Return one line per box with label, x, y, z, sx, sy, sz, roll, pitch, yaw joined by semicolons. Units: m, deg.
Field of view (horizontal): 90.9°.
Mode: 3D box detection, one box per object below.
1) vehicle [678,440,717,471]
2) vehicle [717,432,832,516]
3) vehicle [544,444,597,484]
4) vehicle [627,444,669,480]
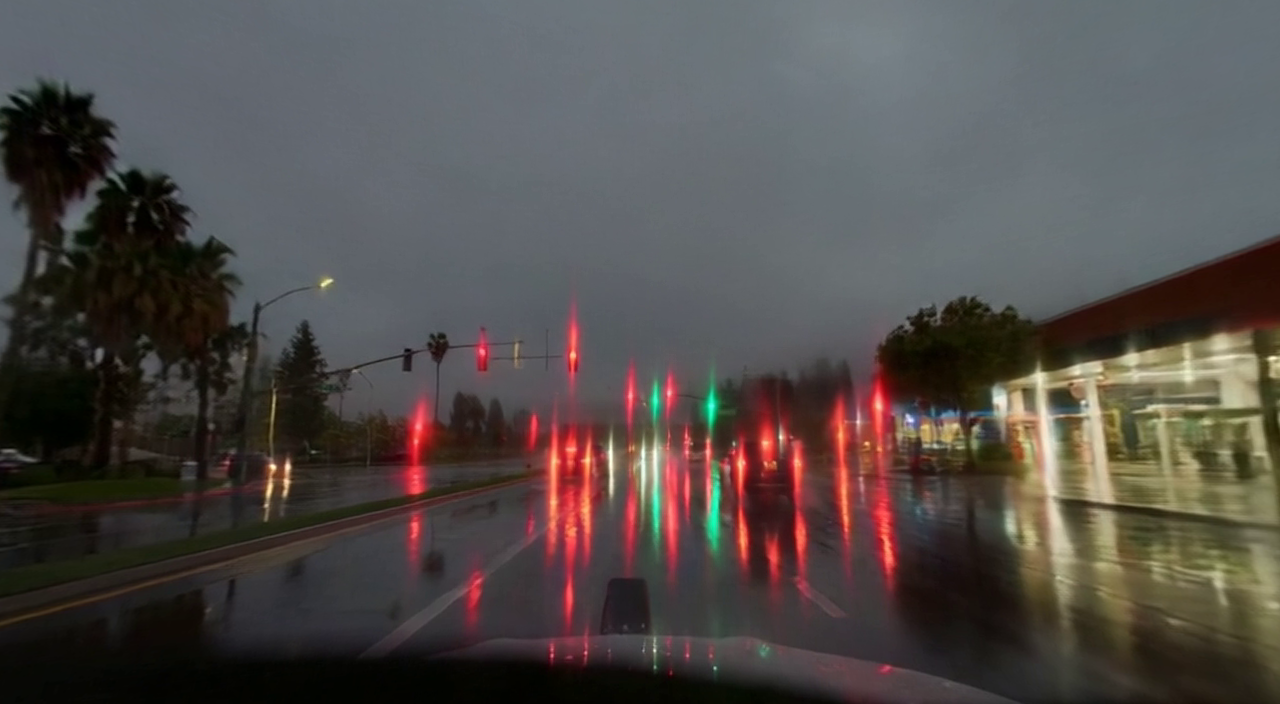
vehicle;3.789;6.941;42.546;2.154;1.975;4.634;0;-8;0
vehicle;3.087;2.860;15.321;1.872;1.752;3.896;0;-8;-1
vehicle;-2.935;4.822;27.484;1.788;1.600;4.298;0;-8;1
vehicle;0.377;5.435;31.549;1.991;1.664;3.814;0;-8;0
